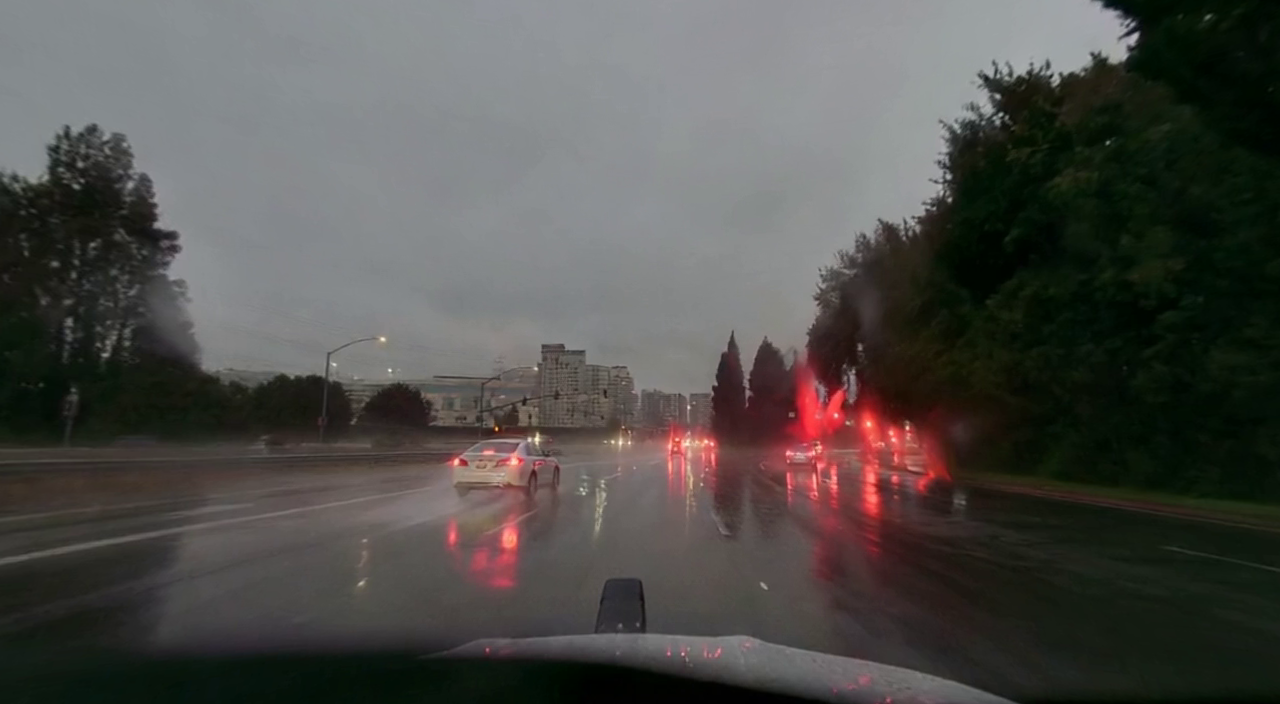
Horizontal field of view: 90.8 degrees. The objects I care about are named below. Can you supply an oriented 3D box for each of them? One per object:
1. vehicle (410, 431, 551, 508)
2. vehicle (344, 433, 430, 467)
[{"bbox_3d":[-3.405,2.605,14.431,1.934,1.463,4.220,-1,-9,3],"label":"vehicle"},{"bbox_3d":[-12.053,4.687,30.385,1.984,1.488,4.258,-1,-9,7],"label":"vehicle"}]
